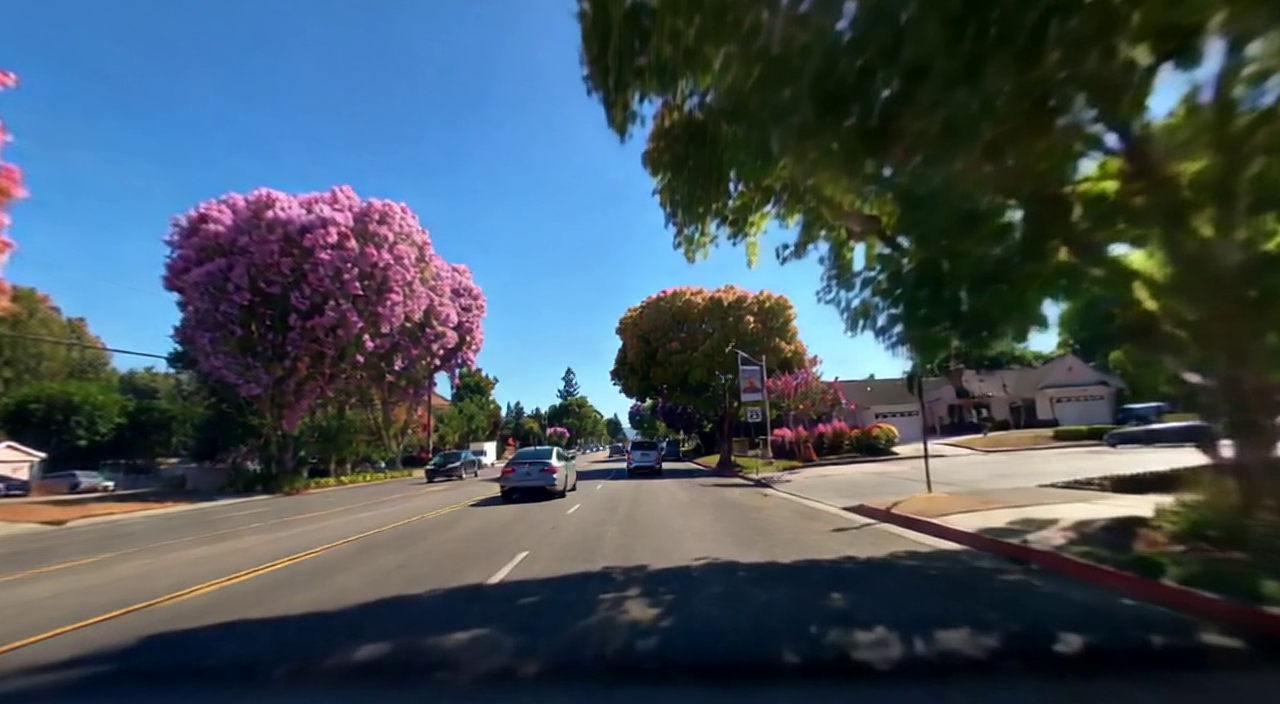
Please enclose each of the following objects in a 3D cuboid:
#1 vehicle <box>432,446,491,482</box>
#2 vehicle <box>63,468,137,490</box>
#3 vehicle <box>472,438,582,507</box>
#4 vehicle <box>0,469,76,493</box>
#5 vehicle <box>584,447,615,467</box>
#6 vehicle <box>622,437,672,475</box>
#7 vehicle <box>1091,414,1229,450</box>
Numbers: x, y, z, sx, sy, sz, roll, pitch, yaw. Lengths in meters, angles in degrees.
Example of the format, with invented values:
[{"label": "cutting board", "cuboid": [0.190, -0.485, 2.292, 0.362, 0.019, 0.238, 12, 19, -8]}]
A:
[{"label": "vehicle", "cuboid": [-9.562, 6.000, 34.211, 2.028, 1.825, 4.208, 0, -9, -1]}, {"label": "vehicle", "cuboid": [-42.086, 9.877, 49.287, 4.089, 1.565, 1.759, 0, -9, 0]}, {"label": "vehicle", "cuboid": [-2.945, 3.248, 17.489, 2.167, 1.634, 4.220, 0, -9, 1]}, {"label": "vehicle", "cuboid": [-42.570, 8.989, 44.109, 4.605, 1.522, 1.819, 0, -9, 0]}, {"label": "vehicle", "cuboid": [-2.996, 7.900, 47.887, 2.001, 1.431, 4.389, 0, -9, 0]}, {"label": "vehicle", "cuboid": [0.316, 5.336, 32.553, 2.376, 1.801, 4.317, 0, -9, 0]}, {"label": "vehicle", "cuboid": [23.124, 3.631, 28.394, 1.987, 1.465, 4.819, 0, -9, -2]}]
